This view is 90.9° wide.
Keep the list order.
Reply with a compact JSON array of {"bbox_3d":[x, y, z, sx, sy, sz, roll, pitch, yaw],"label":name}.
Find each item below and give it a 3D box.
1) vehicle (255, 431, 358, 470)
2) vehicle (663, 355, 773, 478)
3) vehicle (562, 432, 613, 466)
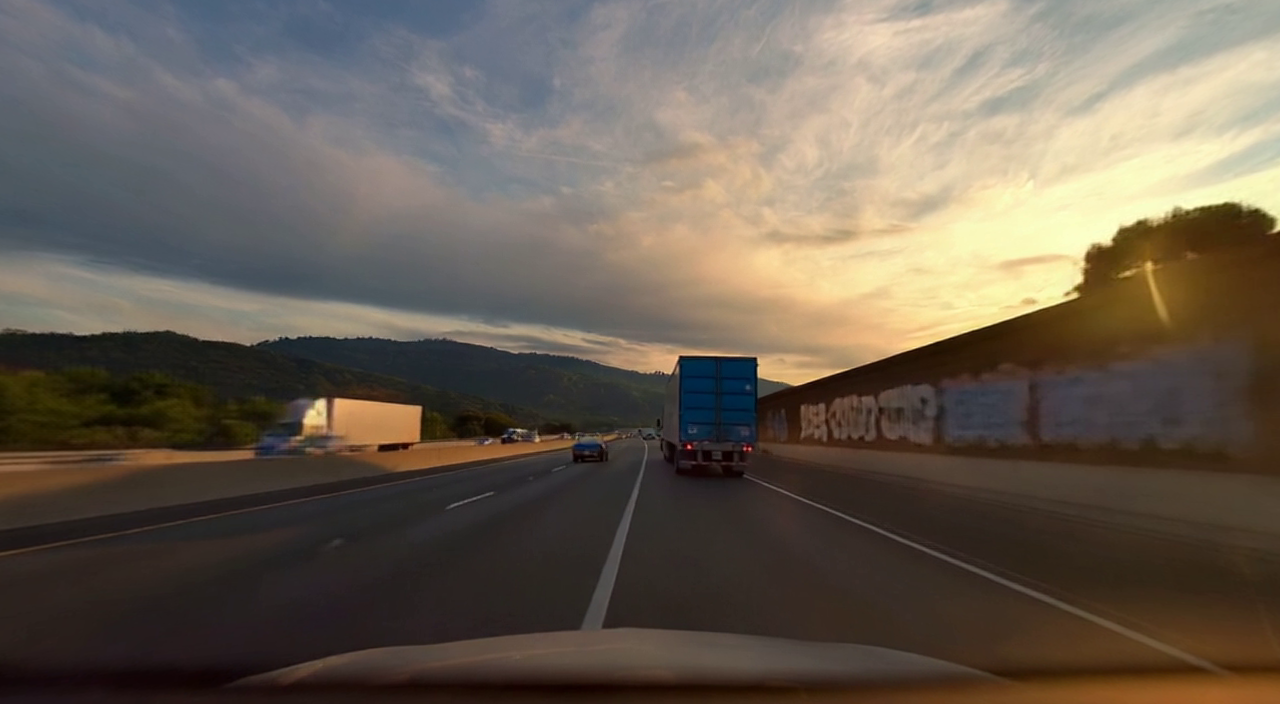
[{"bbox_3d":[-12.965,3.835,24.803,1.812,1.402,4.019,0,-8,1],"label":"vehicle"},{"bbox_3d":[2.588,2.700,24.739,2.921,3.765,10.773,0,-8,0],"label":"vehicle"},{"bbox_3d":[-2.503,4.741,31.054,1.982,1.535,4.519,0,-8,2],"label":"vehicle"}]
